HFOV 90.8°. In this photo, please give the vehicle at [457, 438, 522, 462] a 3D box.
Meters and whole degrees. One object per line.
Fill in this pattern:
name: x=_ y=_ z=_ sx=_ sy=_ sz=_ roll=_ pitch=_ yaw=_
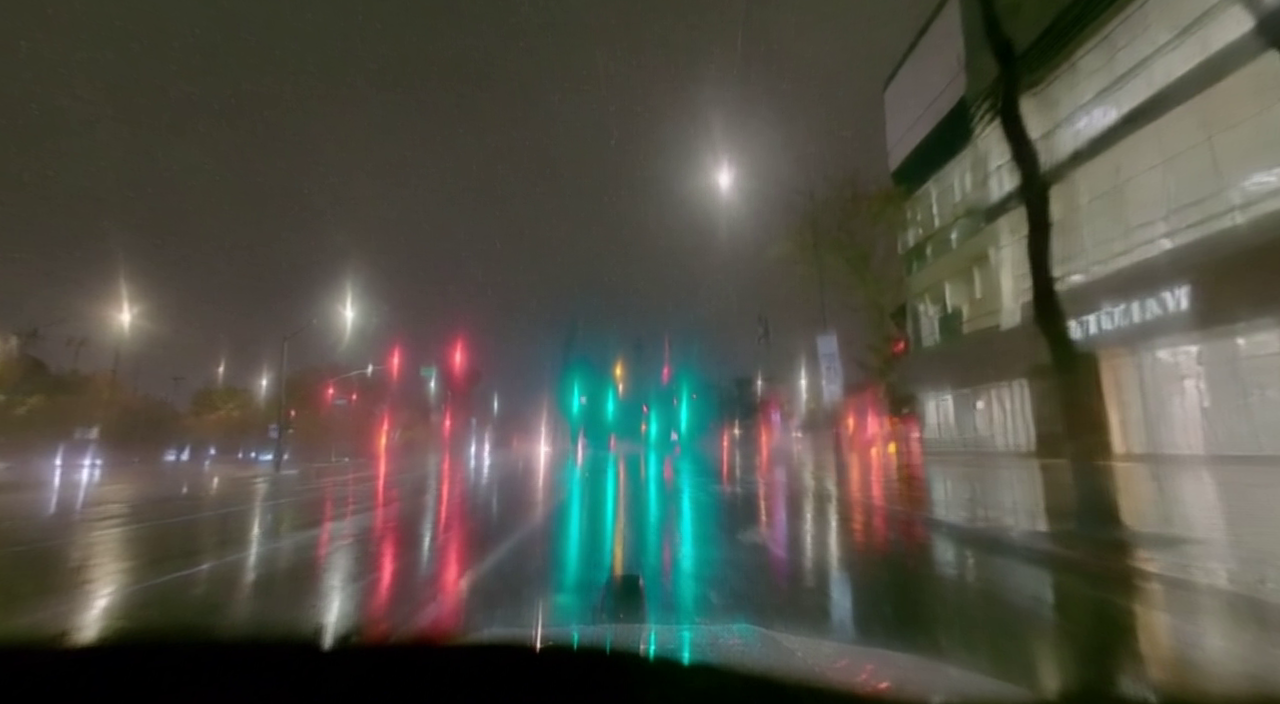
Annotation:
vehicle: x=-10.642 y=6.950 z=45.002 sx=2.111 sy=1.598 sz=4.359 roll=-4 pitch=-10 yaw=26
